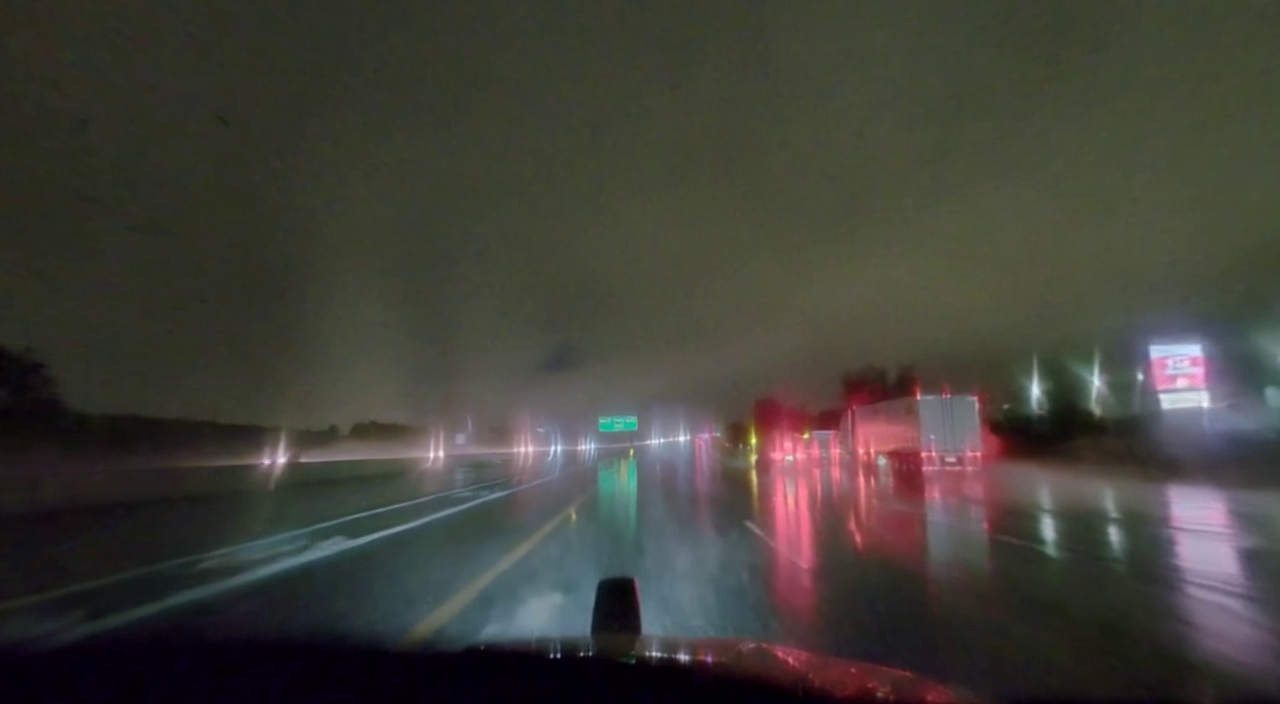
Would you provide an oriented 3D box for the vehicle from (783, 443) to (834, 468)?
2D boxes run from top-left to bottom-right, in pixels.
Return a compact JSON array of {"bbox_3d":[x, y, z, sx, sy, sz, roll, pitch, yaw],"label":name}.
[{"bbox_3d":[11.259,6.937,42.528,2.229,1.599,4.253,0,-8,0],"label":"vehicle"}]
